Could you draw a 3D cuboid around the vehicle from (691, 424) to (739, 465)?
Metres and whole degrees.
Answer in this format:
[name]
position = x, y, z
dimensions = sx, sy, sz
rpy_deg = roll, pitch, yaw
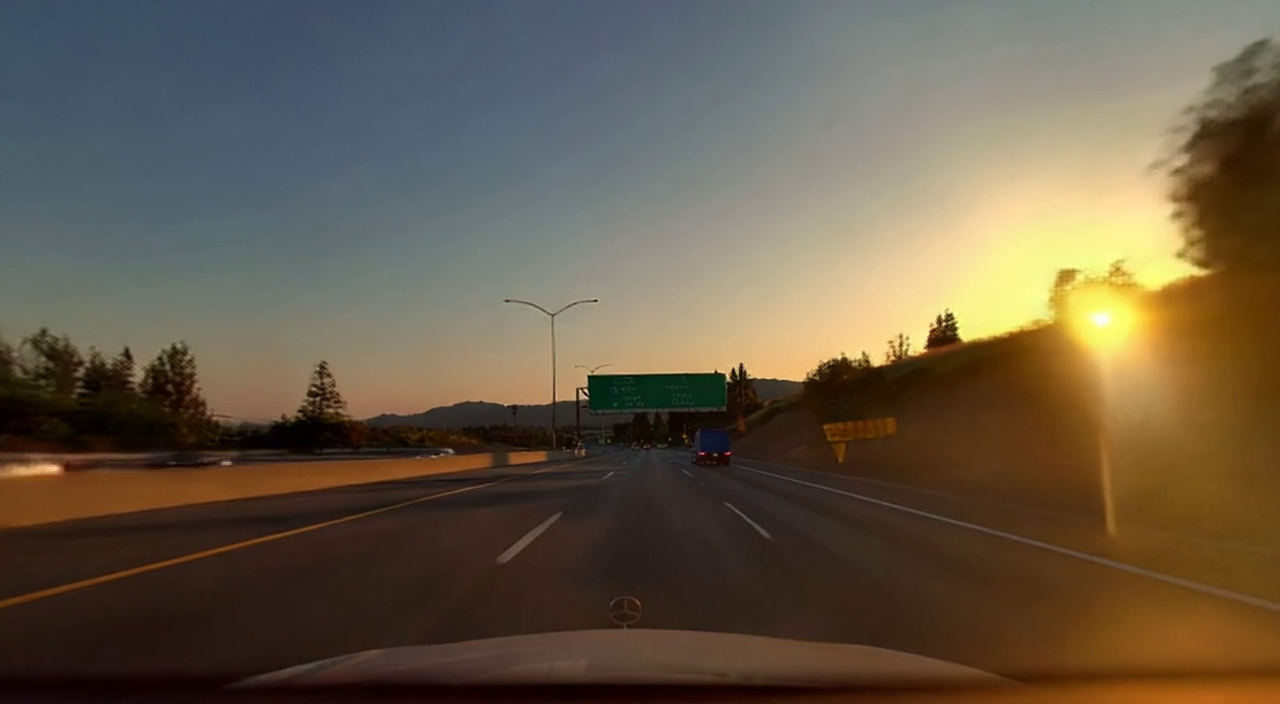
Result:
[vehicle]
position = 4.945, 6.233, 42.452
dimensions = 2.430, 2.495, 6.062
rpy_deg = 0, -9, 0
